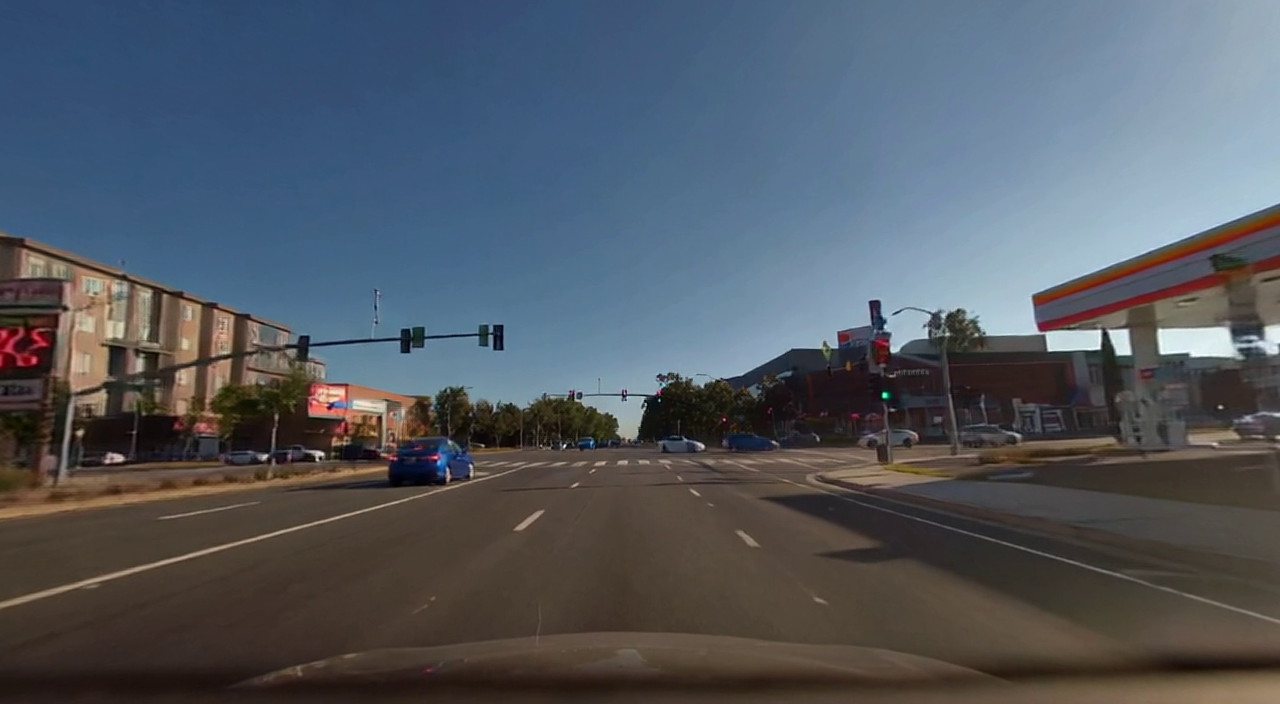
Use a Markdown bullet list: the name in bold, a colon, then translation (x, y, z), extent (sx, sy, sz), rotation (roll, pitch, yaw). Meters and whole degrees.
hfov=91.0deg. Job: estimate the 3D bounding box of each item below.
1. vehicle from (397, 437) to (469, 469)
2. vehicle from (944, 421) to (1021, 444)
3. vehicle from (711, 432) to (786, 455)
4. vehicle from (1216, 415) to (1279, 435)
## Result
- **vehicle**: translation (-10.066, 4.926, 30.993), extent (1.899, 1.460, 4.880), rotation (0, -8, 0)
- **vehicle**: translation (26.895, 6.362, 49.551), extent (4.864, 1.566, 1.807), rotation (-3, -8, 3)
- **vehicle**: translation (7.476, 6.351, 43.690), extent (4.885, 1.503, 1.845), rotation (-1, -8, 3)
- **vehicle**: translation (47.300, 5.549, 47.979), extent (4.849, 1.464, 1.777), rotation (-1, -8, 3)
